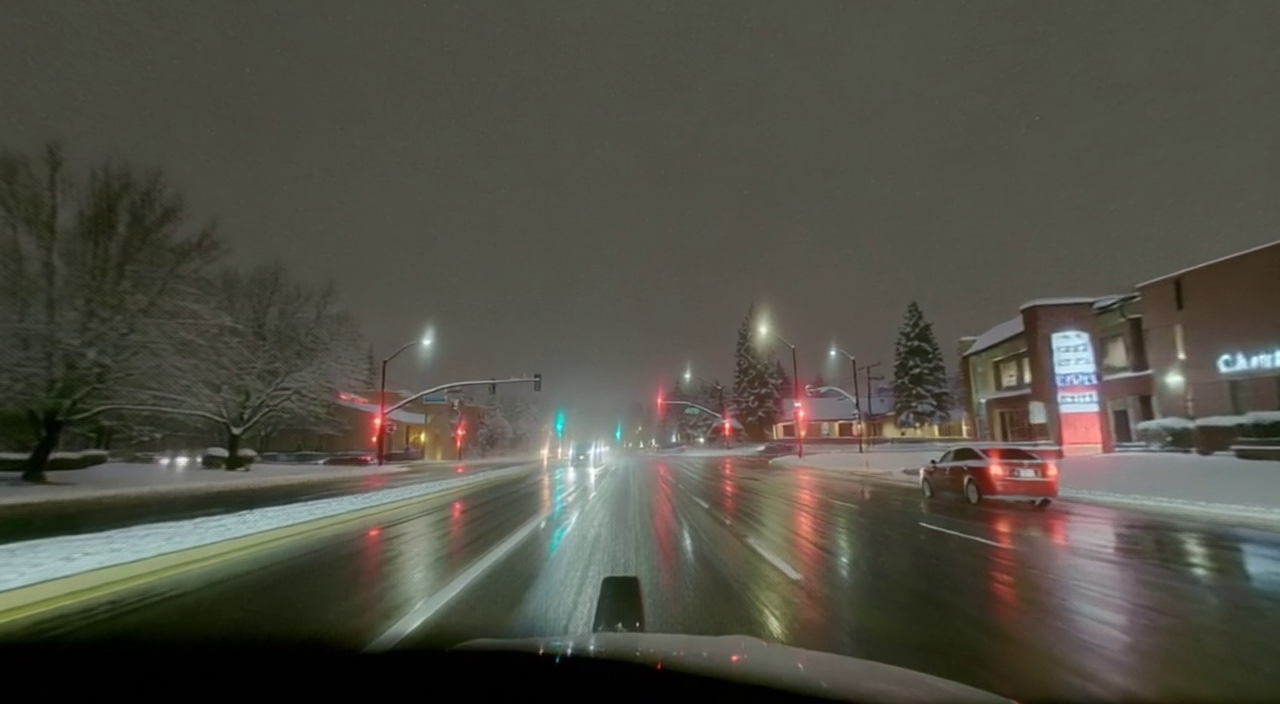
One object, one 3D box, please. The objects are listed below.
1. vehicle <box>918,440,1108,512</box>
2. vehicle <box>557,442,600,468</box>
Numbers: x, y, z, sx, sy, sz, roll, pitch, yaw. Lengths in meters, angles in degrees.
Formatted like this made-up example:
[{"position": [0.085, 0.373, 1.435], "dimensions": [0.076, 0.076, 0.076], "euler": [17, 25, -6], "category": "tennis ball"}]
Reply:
[{"position": [8.632, 2.877, 15.171], "dimensions": [1.936, 1.460, 4.258], "euler": [0, -8, 0], "category": "vehicle"}, {"position": [-3.705, 6.364, 39.087], "dimensions": [2.121, 1.481, 4.708], "euler": [0, -8, 1], "category": "vehicle"}]
